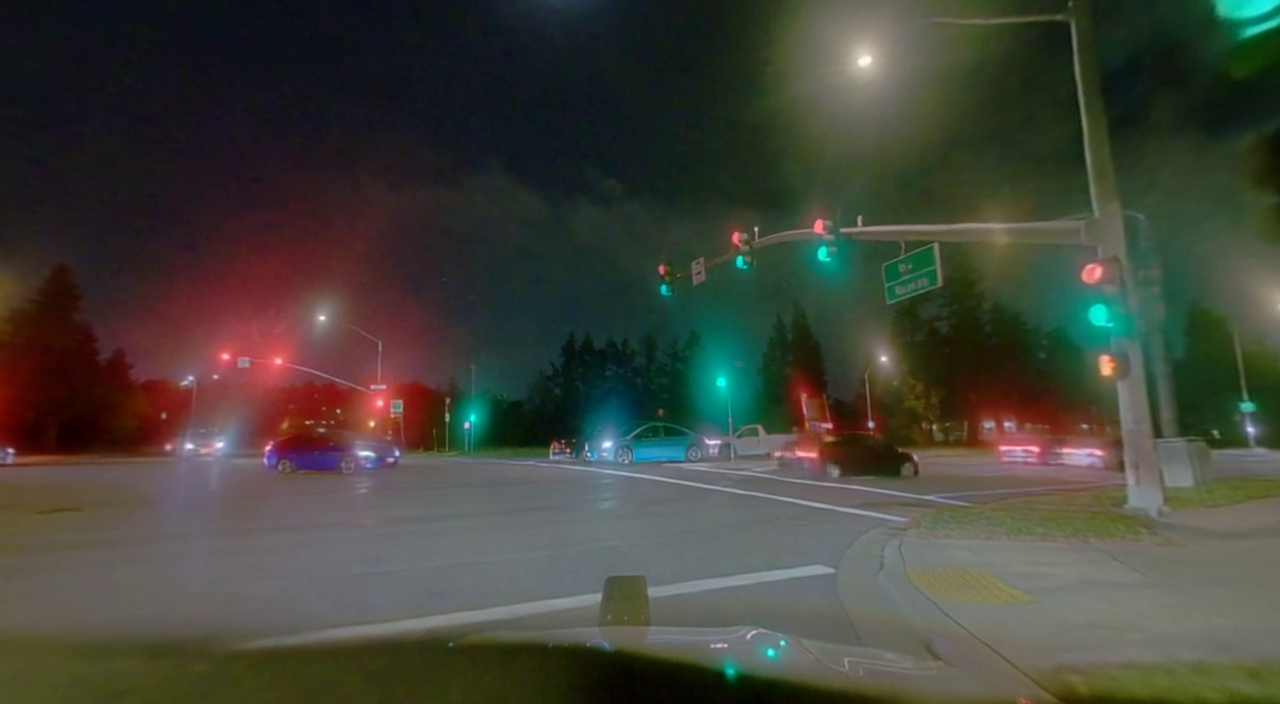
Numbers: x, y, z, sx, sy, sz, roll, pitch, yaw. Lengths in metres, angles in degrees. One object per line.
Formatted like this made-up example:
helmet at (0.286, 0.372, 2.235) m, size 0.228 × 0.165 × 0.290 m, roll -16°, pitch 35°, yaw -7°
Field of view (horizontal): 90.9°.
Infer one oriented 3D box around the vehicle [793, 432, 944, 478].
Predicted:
vehicle at (7.587, 3.393, 21.056) m, size 4.425 × 1.366 × 1.865 m, roll 2°, pitch -9°, yaw -15°

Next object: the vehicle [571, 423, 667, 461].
vehicle at (-1.057, 4.444, 31.356) m, size 4.360 × 1.749 × 1.895 m, roll 4°, pitch -9°, yaw -28°

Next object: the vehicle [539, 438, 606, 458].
vehicle at (-5.202, 7.391, 48.695) m, size 4.751 × 1.479 × 1.899 m, roll 4°, pitch -9°, yaw -26°

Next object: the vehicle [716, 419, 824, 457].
vehicle at (7.308, 4.866, 35.438) m, size 5.791 × 1.964 × 2.199 m, roll 5°, pitch -9°, yaw -26°

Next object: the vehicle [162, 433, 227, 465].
vehicle at (-27.236, 5.900, 38.435) m, size 2.450 × 1.807 × 5.332 m, roll 7°, pitch -11°, yaw -42°

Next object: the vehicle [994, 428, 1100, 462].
vehicle at (19.240, 4.367, 29.748) m, size 5.032 × 1.473 × 1.827 m, roll 4°, pitch -9°, yaw -27°

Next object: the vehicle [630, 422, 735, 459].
vehicle at (1.985, 4.067, 29.094) m, size 4.483 × 1.589 × 1.852 m, roll 3°, pitch -9°, yaw -26°

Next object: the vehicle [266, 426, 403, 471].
vehicle at (-10.804, 3.393, 22.241) m, size 4.686 × 1.425 × 2.018 m, roll -6°, pitch -10°, yaw 30°

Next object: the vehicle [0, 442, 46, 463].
vehicle at (-48.618, 7.645, 47.874) m, size 4.589 × 1.462 × 1.953 m, roll 2°, pitch -9°, yaw -17°

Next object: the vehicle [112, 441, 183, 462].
vehicle at (-37.047, 7.489, 47.400) m, size 4.826 × 1.484 × 2.000 m, roll -4°, pitch -9°, yaw 22°
